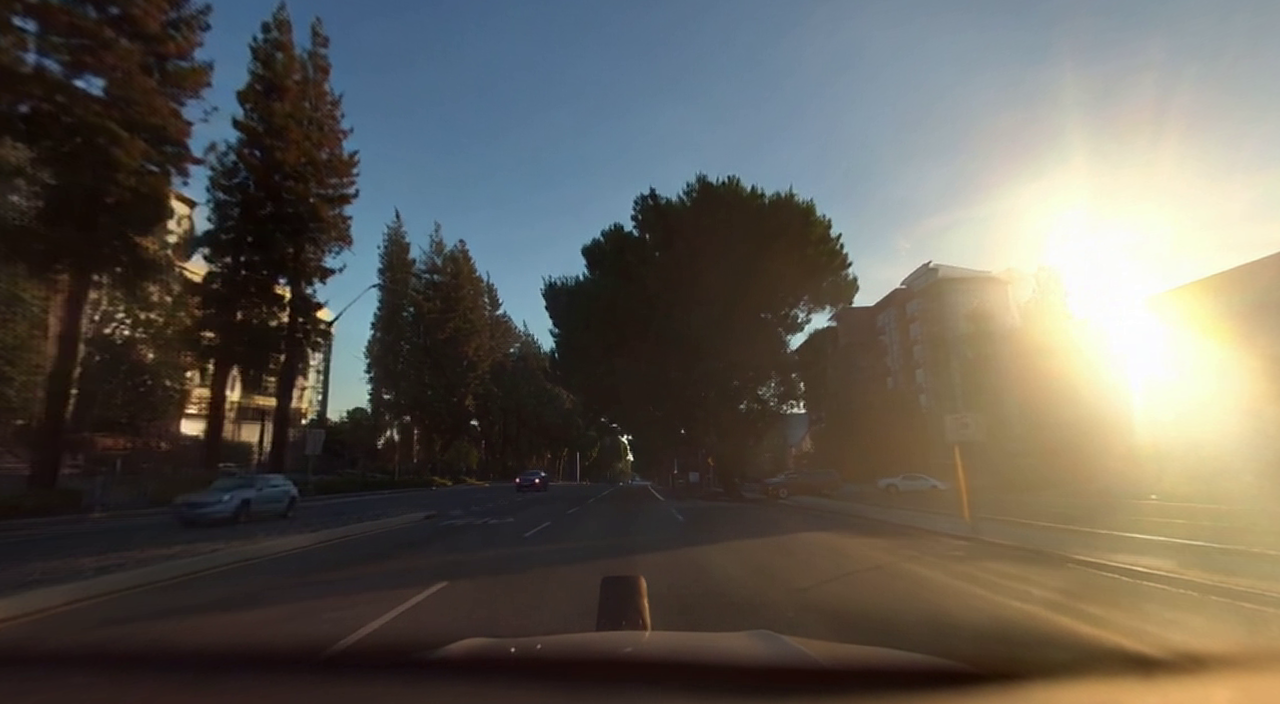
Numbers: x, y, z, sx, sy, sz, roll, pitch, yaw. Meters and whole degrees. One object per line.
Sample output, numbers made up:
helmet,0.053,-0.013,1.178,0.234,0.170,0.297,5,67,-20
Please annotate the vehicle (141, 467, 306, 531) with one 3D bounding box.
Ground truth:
vehicle,-12.281,4.330,18.946,1.941,1.511,4.348,0,-8,1

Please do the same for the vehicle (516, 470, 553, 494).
vehicle,-8.141,10.145,48.876,2.220,1.681,4.633,-1,-12,-1

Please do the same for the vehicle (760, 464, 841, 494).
vehicle,10.766,8.524,42.308,4.903,1.831,2.098,0,-9,2
